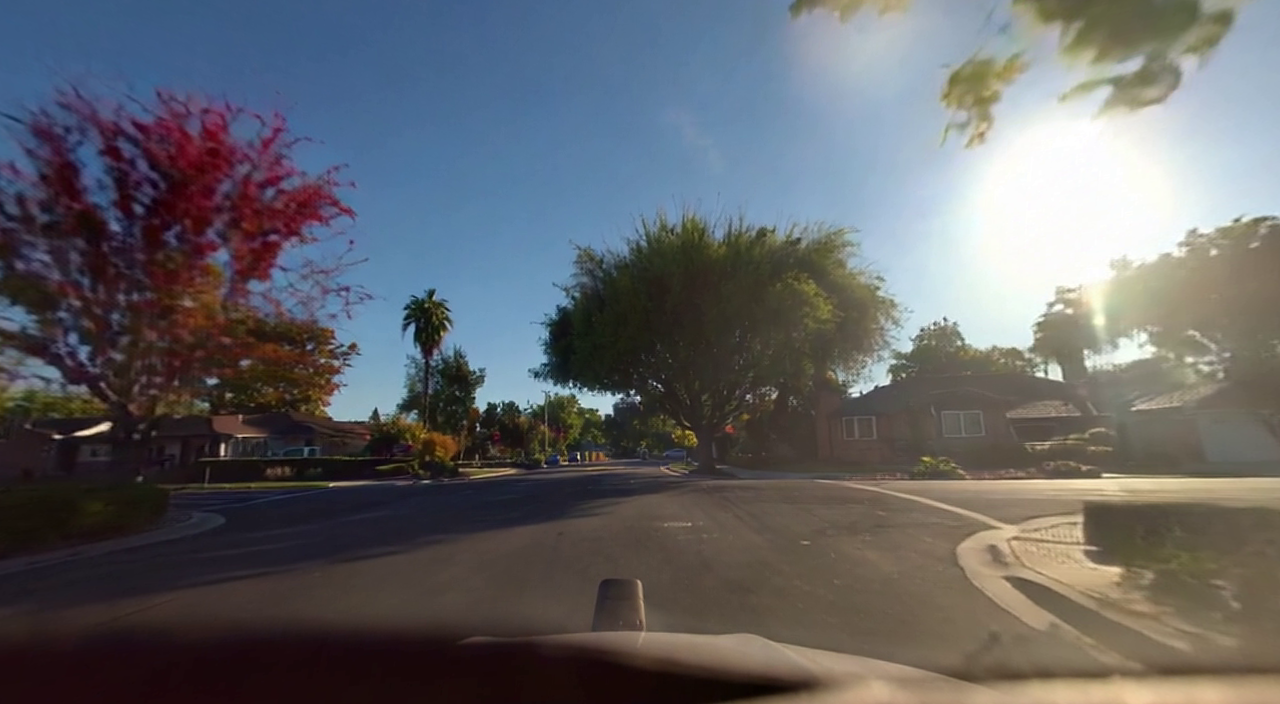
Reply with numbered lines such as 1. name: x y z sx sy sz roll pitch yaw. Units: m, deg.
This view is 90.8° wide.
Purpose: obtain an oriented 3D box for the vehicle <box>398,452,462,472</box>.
1. vehicle: -16.559 8.656 49.967 4.358 1.516 2.077 1 -9 -4
